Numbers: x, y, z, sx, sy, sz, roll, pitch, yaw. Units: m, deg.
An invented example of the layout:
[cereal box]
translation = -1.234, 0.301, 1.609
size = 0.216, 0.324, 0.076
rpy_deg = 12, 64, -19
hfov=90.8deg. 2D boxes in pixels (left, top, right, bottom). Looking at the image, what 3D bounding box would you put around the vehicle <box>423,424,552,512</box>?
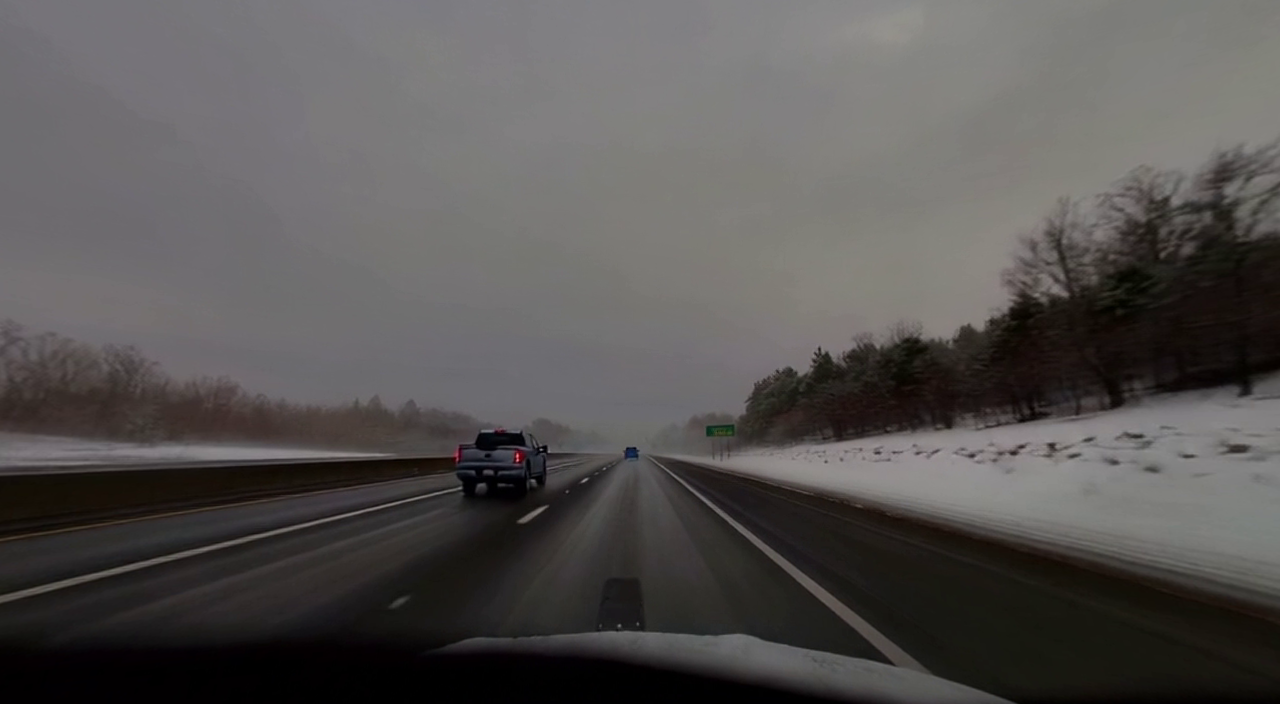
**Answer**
[vehicle]
translation = -3.567, 2.825, 15.807
size = 1.942, 1.828, 4.868
rpy_deg = 0, -9, 1
